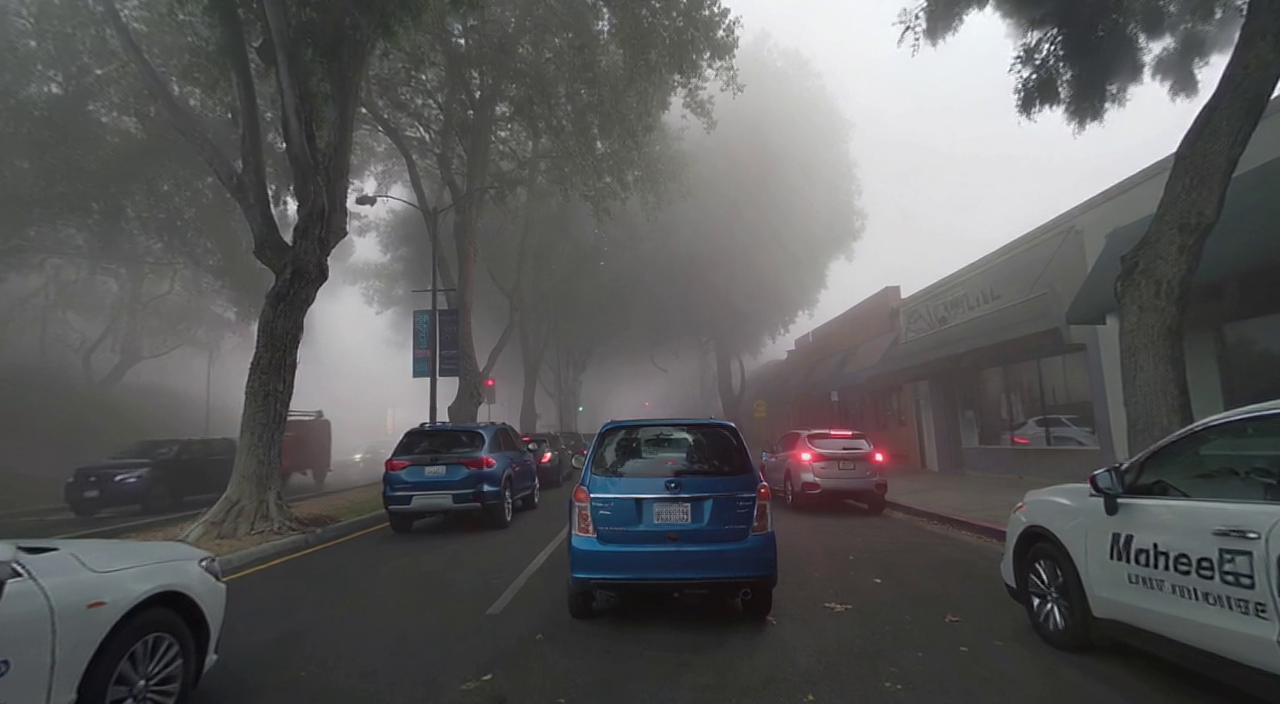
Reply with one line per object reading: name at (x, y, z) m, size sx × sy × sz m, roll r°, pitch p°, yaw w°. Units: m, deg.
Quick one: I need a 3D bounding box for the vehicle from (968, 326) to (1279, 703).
vehicle at (4.047, 0.902, 3.264) m, size 1.987 × 1.877 × 5.330 m, roll 2°, pitch -8°, yaw 2°

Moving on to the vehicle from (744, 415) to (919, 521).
vehicle at (4.023, 2.565, 14.531) m, size 2.038 × 1.865 × 5.786 m, roll 2°, pitch -9°, yaw -2°

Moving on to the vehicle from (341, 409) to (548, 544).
vehicle at (-2.971, 2.020, 10.822) m, size 2.135 × 1.806 × 4.514 m, roll 0°, pitch -8°, yaw -1°

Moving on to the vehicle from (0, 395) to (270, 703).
vehicle at (-2.921, 0.764, 1.179) m, size 1.908 × 1.474 × 4.257 m, roll 0°, pitch -8°, yaw -1°

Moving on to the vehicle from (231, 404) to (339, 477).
vehicle at (-14.546, 3.689, 26.142) m, size 2.117 × 2.762 × 3.938 m, roll 0°, pitch -8°, yaw -1°

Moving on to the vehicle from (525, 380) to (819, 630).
vehicle at (0.217, 1.382, 6.567) m, size 2.075 × 1.770 × 4.018 m, roll 0°, pitch -8°, yaw 0°
